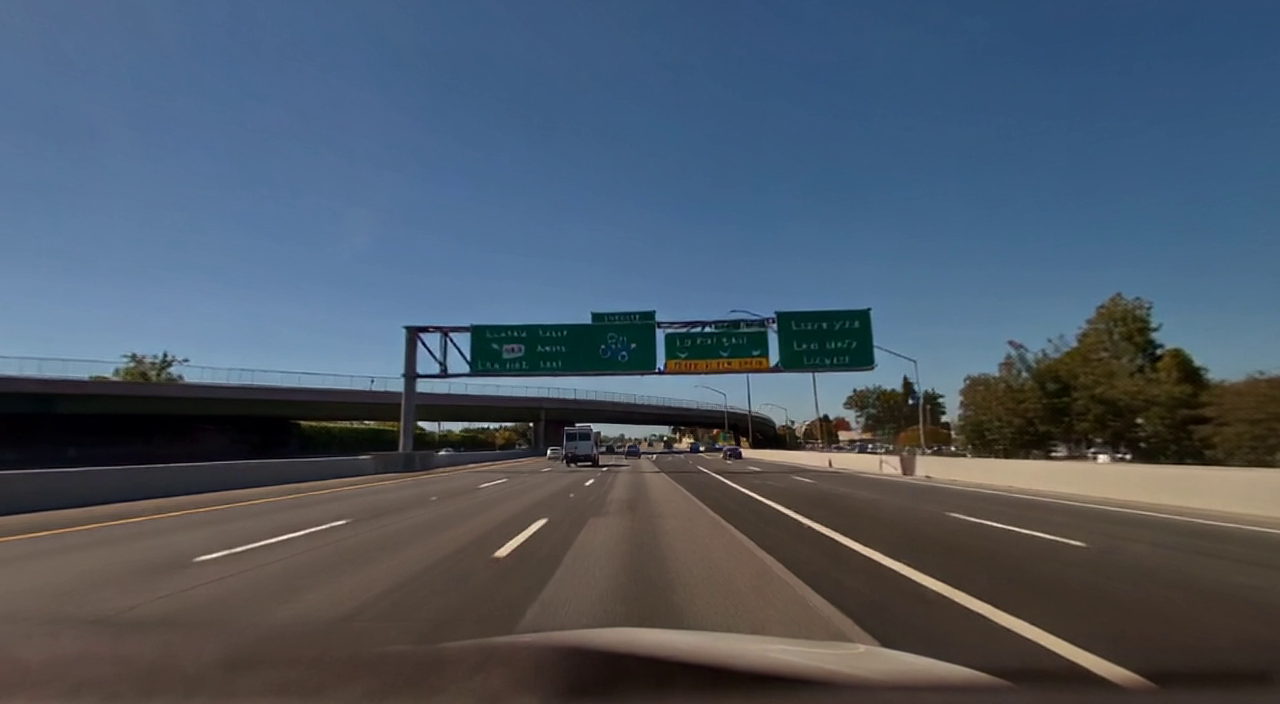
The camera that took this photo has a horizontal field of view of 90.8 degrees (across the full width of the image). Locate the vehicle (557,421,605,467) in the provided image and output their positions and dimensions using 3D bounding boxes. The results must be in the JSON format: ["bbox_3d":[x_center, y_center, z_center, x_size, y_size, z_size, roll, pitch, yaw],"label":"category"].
[{"bbox_3d":[-4.016,6.443,44.320,2.881,2.937,7.045,0,-8,-2],"label":"vehicle"}]
